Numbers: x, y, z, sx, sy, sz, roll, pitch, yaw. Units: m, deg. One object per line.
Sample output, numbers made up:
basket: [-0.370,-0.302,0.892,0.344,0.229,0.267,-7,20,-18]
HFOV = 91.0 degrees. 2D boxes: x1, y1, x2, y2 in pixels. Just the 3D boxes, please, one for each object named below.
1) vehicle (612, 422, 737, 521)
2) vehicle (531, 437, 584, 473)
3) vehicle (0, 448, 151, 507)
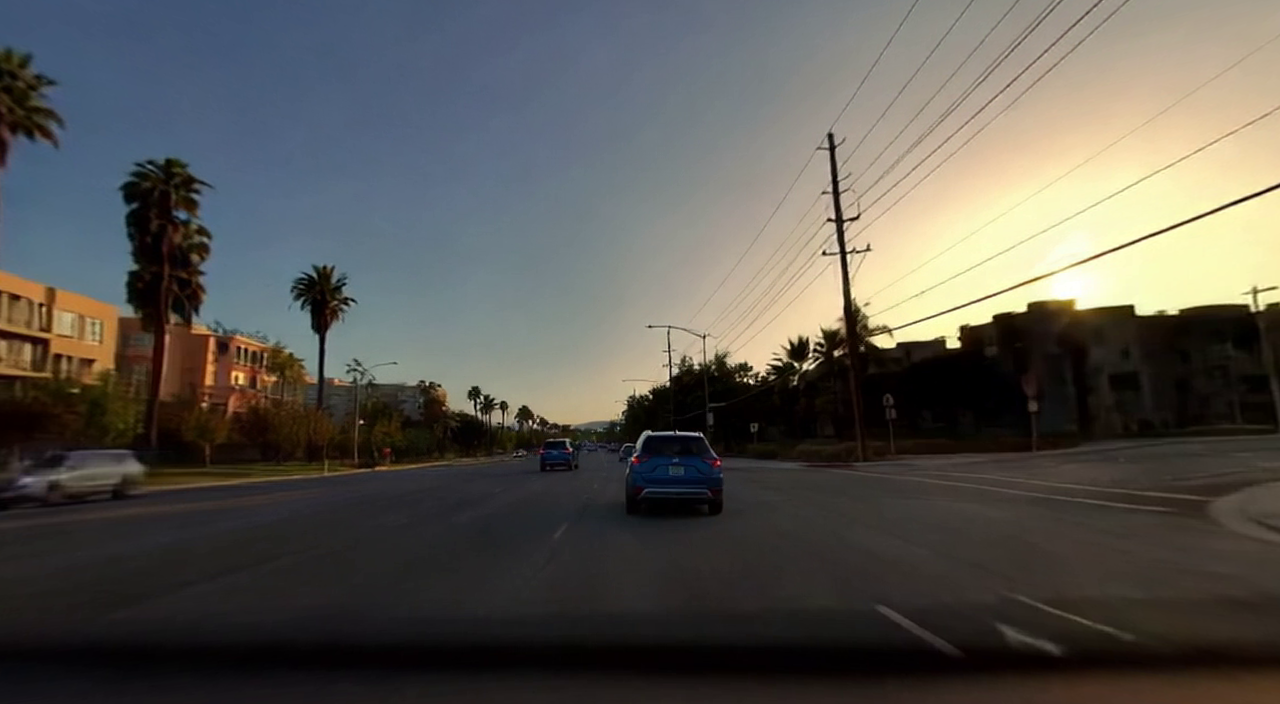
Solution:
vehicle: [0.511,2.428,13.216,2.198,1.706,4.166,0,-9,-3]
vehicle: [-4.342,5.514,33.830,2.169,1.796,4.821,0,-9,0]
vehicle: [-19.433,4.142,21.318,2.054,1.765,4.700,0,-9,-2]
